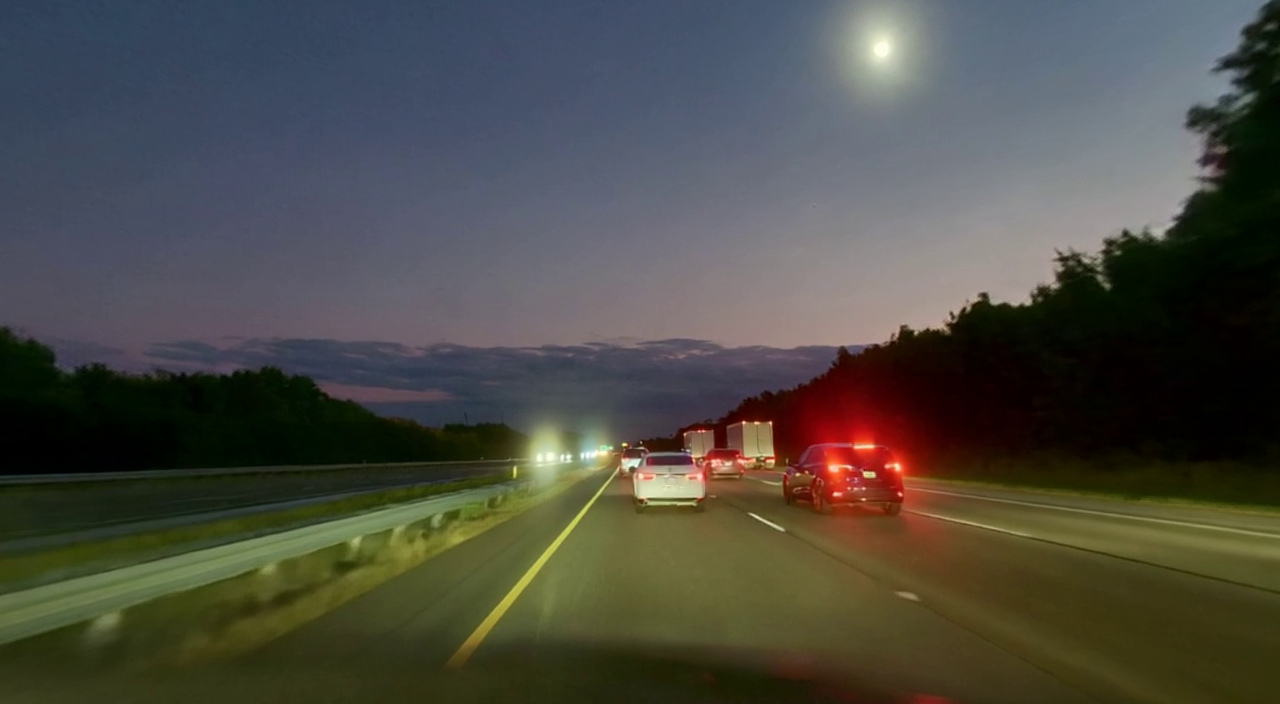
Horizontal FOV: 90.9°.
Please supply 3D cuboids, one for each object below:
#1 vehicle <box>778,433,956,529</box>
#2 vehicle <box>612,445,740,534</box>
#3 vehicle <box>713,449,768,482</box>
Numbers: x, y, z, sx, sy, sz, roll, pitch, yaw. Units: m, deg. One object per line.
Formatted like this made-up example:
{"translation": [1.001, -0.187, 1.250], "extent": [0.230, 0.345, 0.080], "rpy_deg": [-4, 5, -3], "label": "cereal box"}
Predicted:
{"translation": [4.510, 2.634, 13.465], "extent": [1.998, 1.657, 4.604], "rpy_deg": [0, -9, -1], "label": "vehicle"}
{"translation": [0.557, 2.550, 12.236], "extent": [2.094, 1.426, 3.725], "rpy_deg": [0, -9, -1], "label": "vehicle"}
{"translation": [4.925, 5.635, 31.452], "extent": [1.908, 1.500, 4.157], "rpy_deg": [0, -9, -2], "label": "vehicle"}
